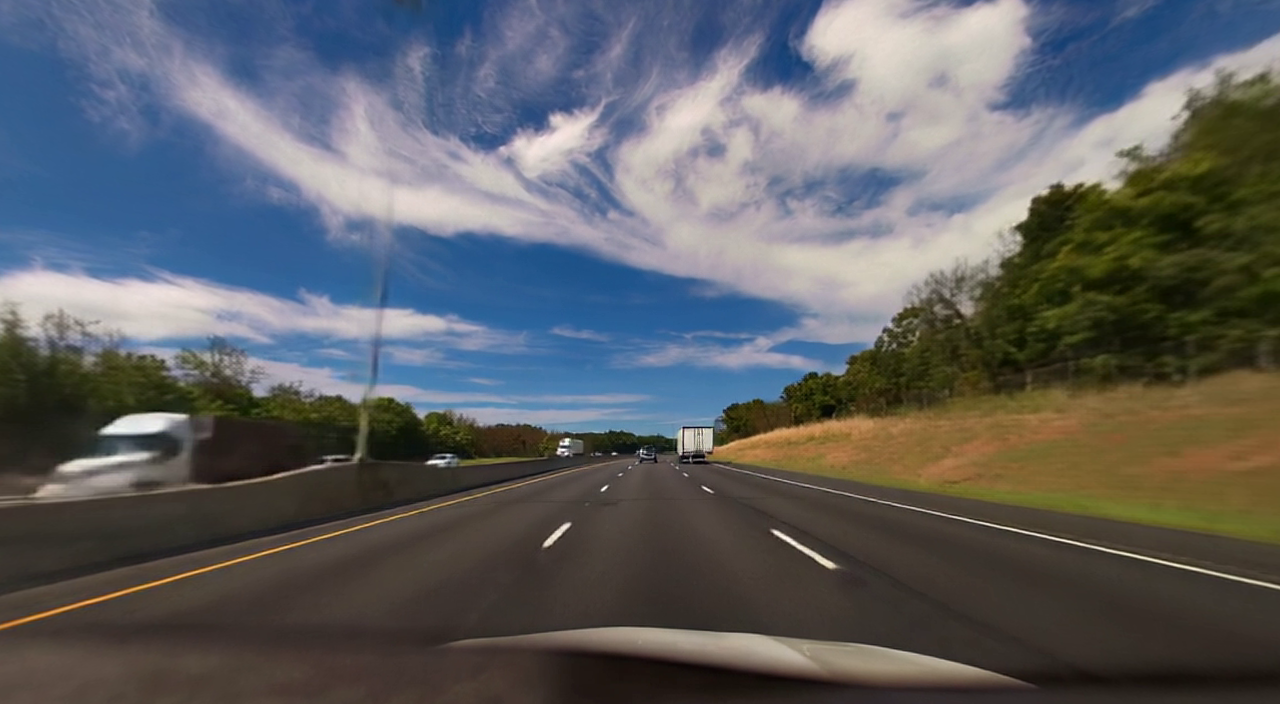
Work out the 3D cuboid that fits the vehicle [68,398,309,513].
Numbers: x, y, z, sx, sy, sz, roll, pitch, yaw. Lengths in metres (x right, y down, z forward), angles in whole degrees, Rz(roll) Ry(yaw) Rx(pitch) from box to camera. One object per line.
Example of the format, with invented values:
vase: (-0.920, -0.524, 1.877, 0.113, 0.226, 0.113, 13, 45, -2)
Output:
vehicle: (-14.653, 3.462, 21.464, 2.649, 3.227, 7.156, 0, -9, 1)
